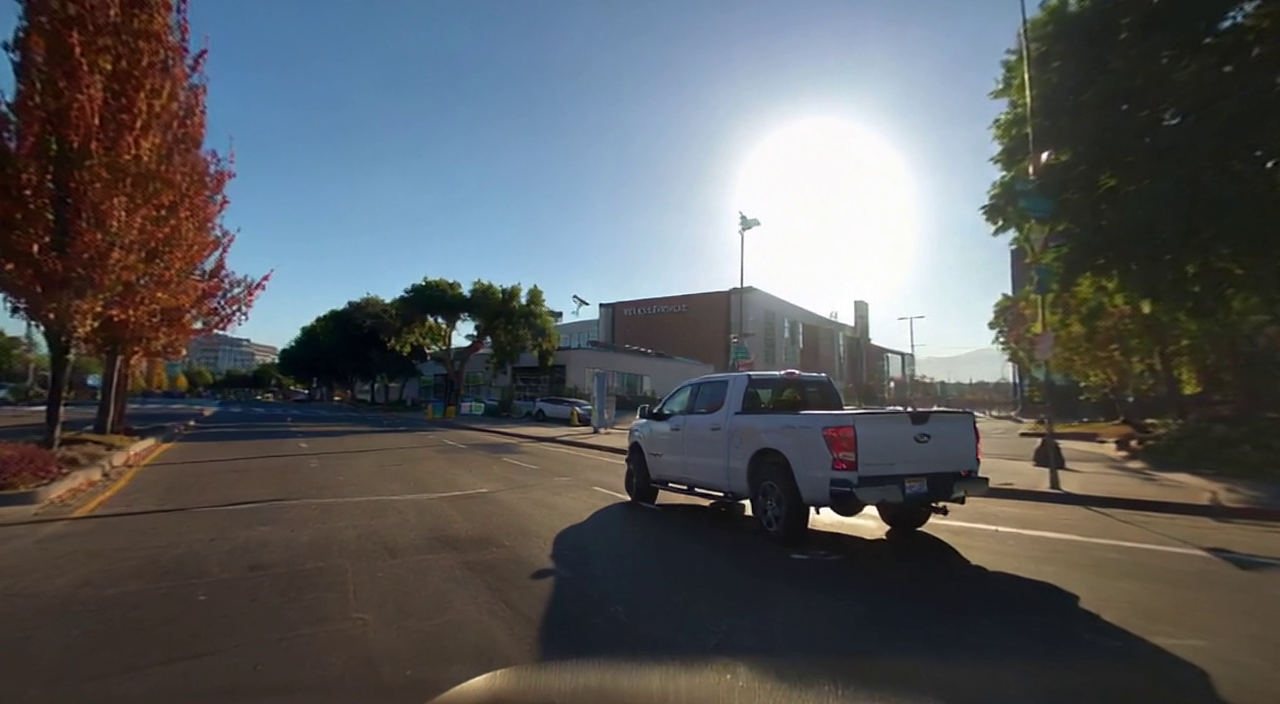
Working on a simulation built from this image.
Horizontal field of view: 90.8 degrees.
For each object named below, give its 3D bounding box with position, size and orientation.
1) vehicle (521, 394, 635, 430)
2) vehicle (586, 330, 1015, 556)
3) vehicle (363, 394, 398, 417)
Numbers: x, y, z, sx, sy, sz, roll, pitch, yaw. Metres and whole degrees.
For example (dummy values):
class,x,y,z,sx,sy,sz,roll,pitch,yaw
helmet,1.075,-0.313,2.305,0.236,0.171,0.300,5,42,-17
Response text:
class,x,y,z,sx,sy,sz,roll,pitch,yaw
vehicle,-4.333,4.329,44.940,7.551,2.142,2.896,6,-10,-31
vehicle,1.458,1.178,8.468,2.402,1.922,5.677,5,-9,-25
vehicle,-19.545,4.085,47.495,1.842,1.467,4.633,6,-9,-28
